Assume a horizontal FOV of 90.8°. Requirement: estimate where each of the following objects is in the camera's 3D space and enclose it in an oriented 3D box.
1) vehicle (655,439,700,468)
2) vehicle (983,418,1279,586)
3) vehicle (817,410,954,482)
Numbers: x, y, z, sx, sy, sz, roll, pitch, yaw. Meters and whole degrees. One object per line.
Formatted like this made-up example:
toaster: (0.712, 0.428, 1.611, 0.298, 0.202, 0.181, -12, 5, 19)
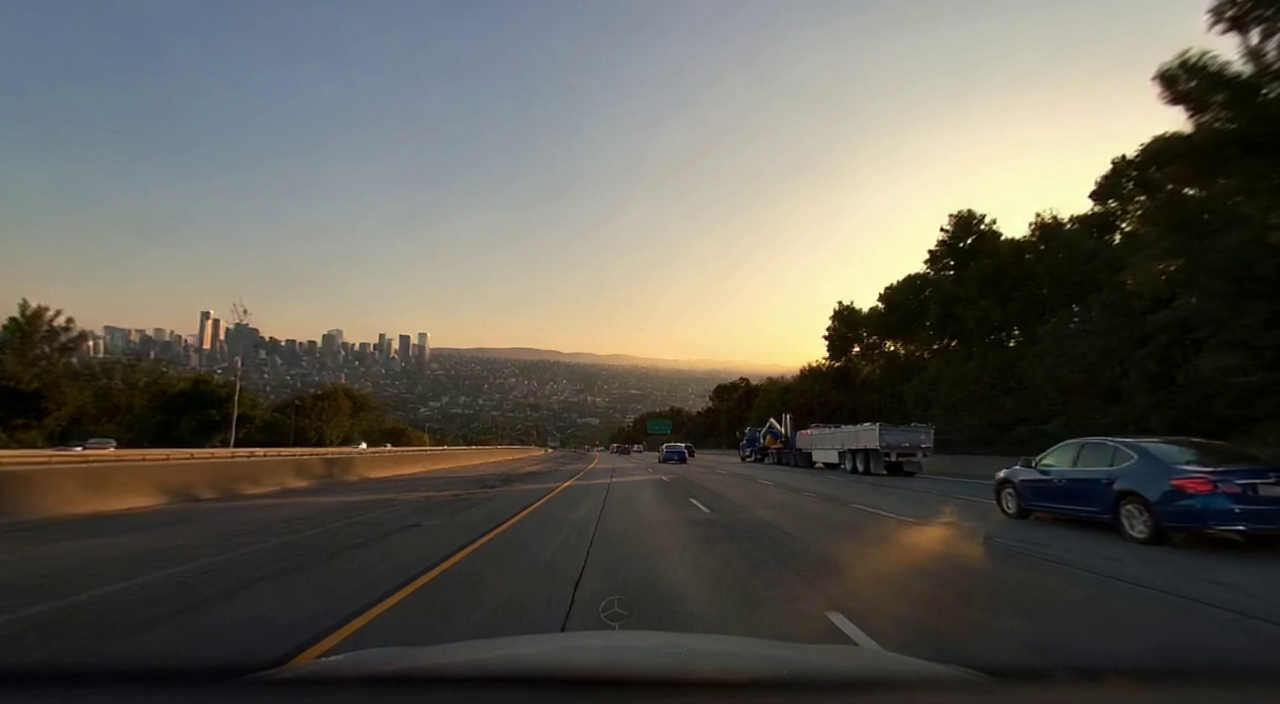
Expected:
vehicle: (2.328, 6.499, 40.508, 2.305, 1.729, 4.526, 0, -8, -4)
vehicle: (6.810, 1.712, 8.144, 2.106, 1.519, 4.560, 0, -8, -2)
vehicle: (10.091, 3.983, 26.949, 2.873, 2.663, 6.922, 0, -8, -2)
